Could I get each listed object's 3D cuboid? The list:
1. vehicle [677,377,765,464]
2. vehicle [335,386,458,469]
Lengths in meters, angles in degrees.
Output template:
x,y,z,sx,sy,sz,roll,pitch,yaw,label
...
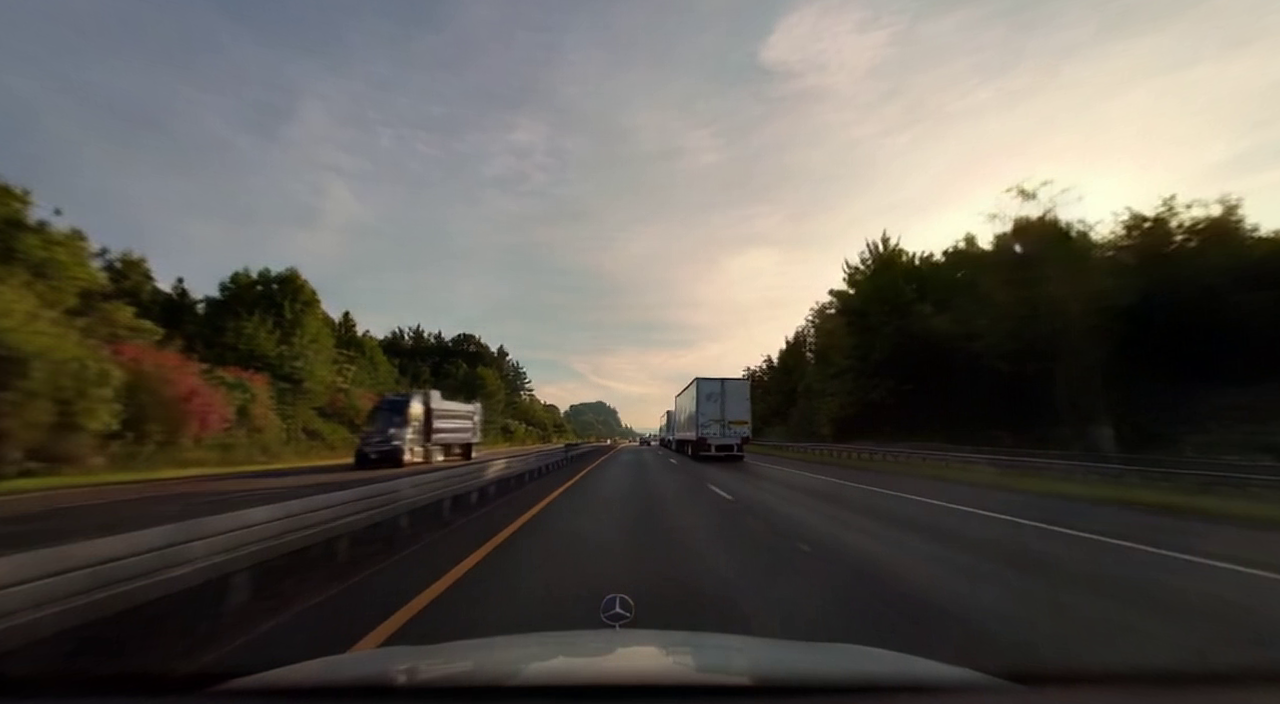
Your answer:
x,y,z,sx,sy,sz,roll,pitch,yaw,label
4.154,4.082,36.176,2.951,4.007,13.976,0,-7,-1,vehicle
-13.357,4.364,35.934,2.993,4.037,10.349,0,-7,-1,vehicle
